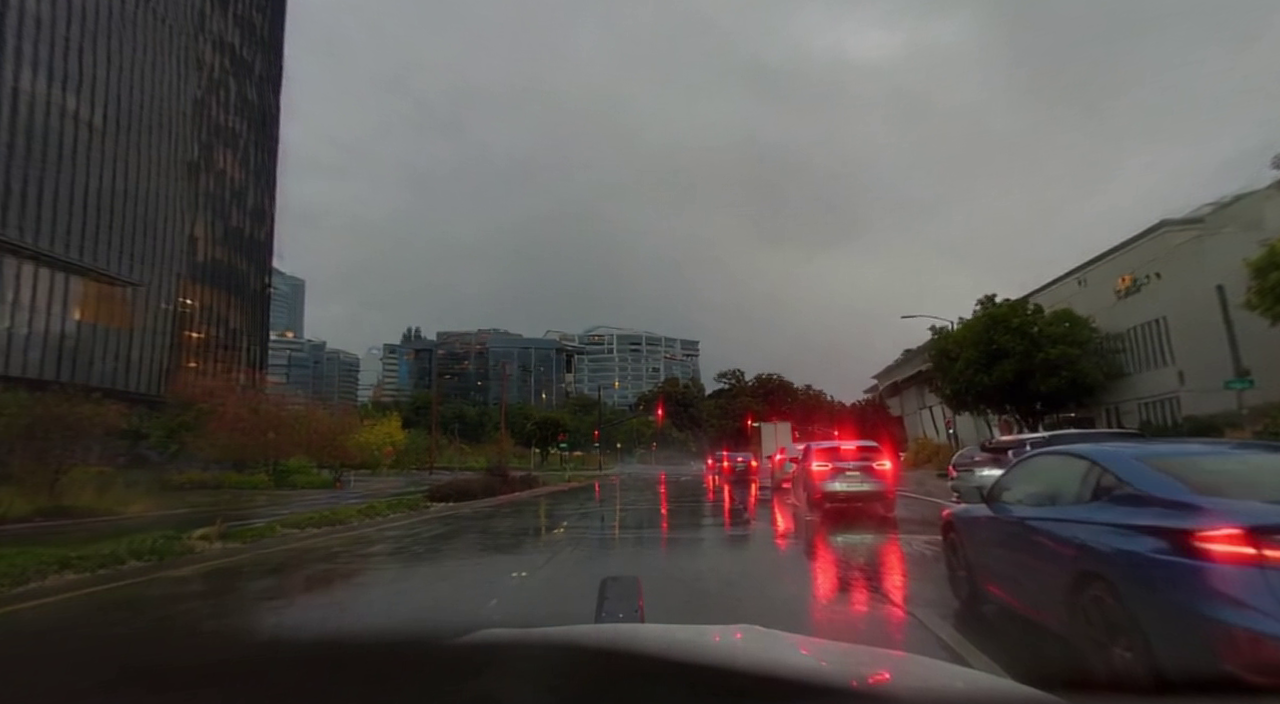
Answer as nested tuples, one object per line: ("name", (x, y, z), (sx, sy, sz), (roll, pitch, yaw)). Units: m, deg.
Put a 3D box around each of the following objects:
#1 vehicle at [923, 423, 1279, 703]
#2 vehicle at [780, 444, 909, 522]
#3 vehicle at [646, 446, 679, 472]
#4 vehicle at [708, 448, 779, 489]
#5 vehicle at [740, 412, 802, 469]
("vehicle", (3.250, 1.192, 3.434), (2.032, 1.490, 3.871), (-1, -9, 8))
("vehicle", (4.829, 3.108, 15.697), (2.089, 1.609, 4.922), (-1, -9, 7))
("vehicle", (1.632, 7.433, 44.066), (2.121, 1.728, 4.161), (-1, -9, 5))
("vehicle", (4.286, 4.872, 26.697), (2.183, 1.553, 3.923), (0, -9, -2))
("vehicle", (9.379, 6.626, 46.760), (3.128, 3.616, 13.736), (-1, -9, 6))
